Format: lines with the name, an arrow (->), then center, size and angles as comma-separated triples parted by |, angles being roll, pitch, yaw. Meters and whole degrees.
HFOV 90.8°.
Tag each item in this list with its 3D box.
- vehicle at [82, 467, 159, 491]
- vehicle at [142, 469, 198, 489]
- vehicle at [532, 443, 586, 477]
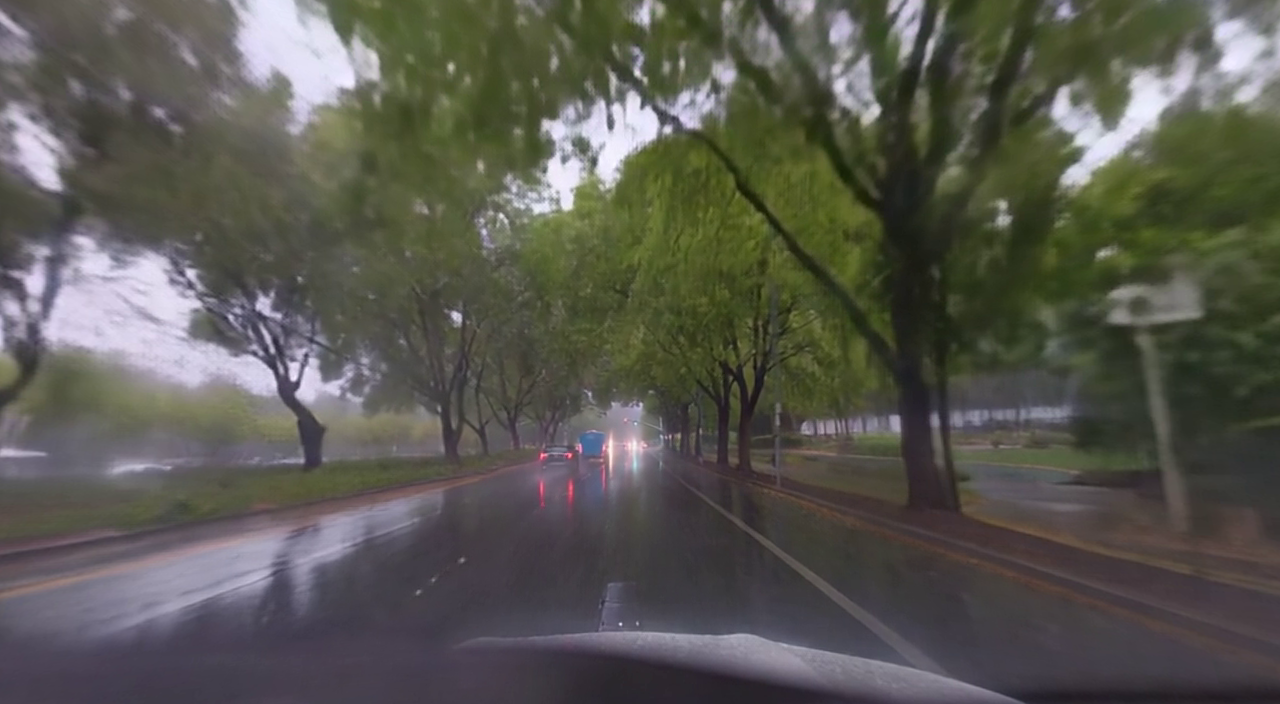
vehicle -> -35.935, 8.770, 43.858 | 1.637, 1.397, 4.547 | 1, -9, -3
vehicle -> -36.646, 9.867, 49.384 | 1.567, 1.379, 3.614 | 3, -10, -1
vehicle -> -3.722, 5.038, 29.794 | 2.009, 1.473, 4.028 | 0, -9, 0
